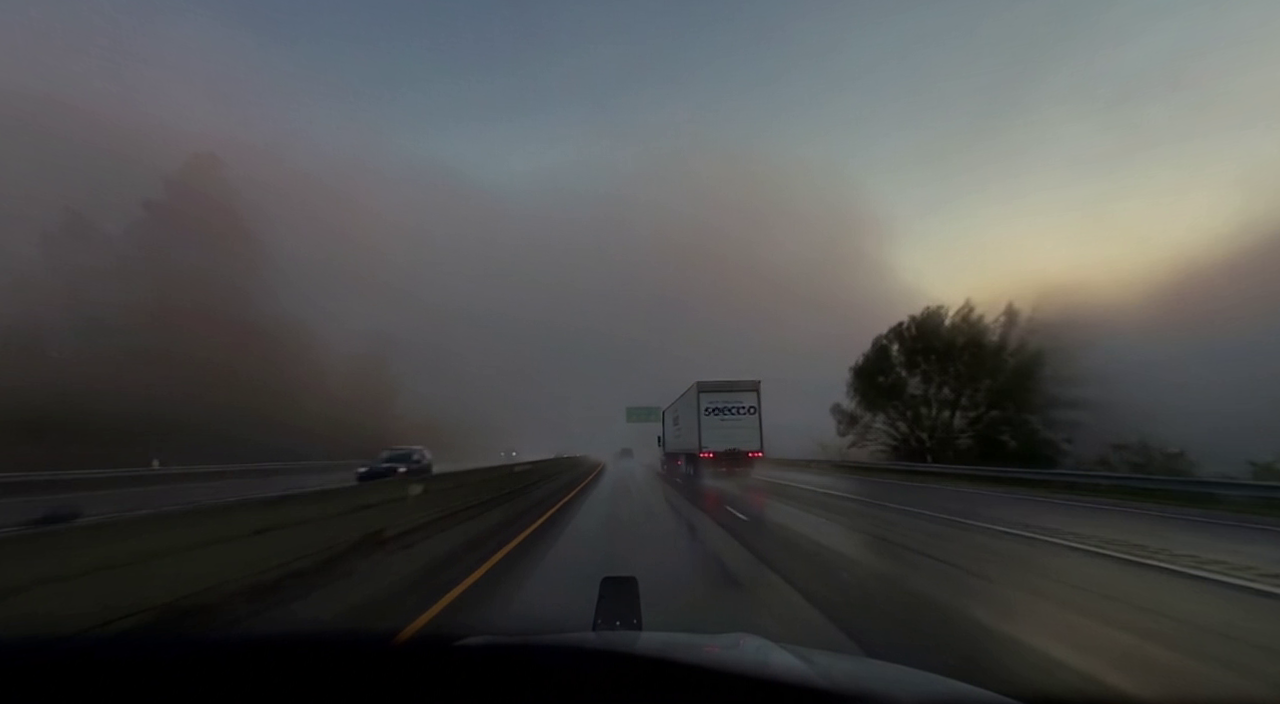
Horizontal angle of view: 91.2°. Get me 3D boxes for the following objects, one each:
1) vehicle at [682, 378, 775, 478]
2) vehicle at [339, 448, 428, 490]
[{"bbox_3d":[3.785,3.635,29.118,2.892,3.928,8.380,0,-9,-1],"label":"vehicle"},{"bbox_3d":[-9.848,4.486,24.392,1.839,1.492,3.928,0,-9,-1],"label":"vehicle"}]
